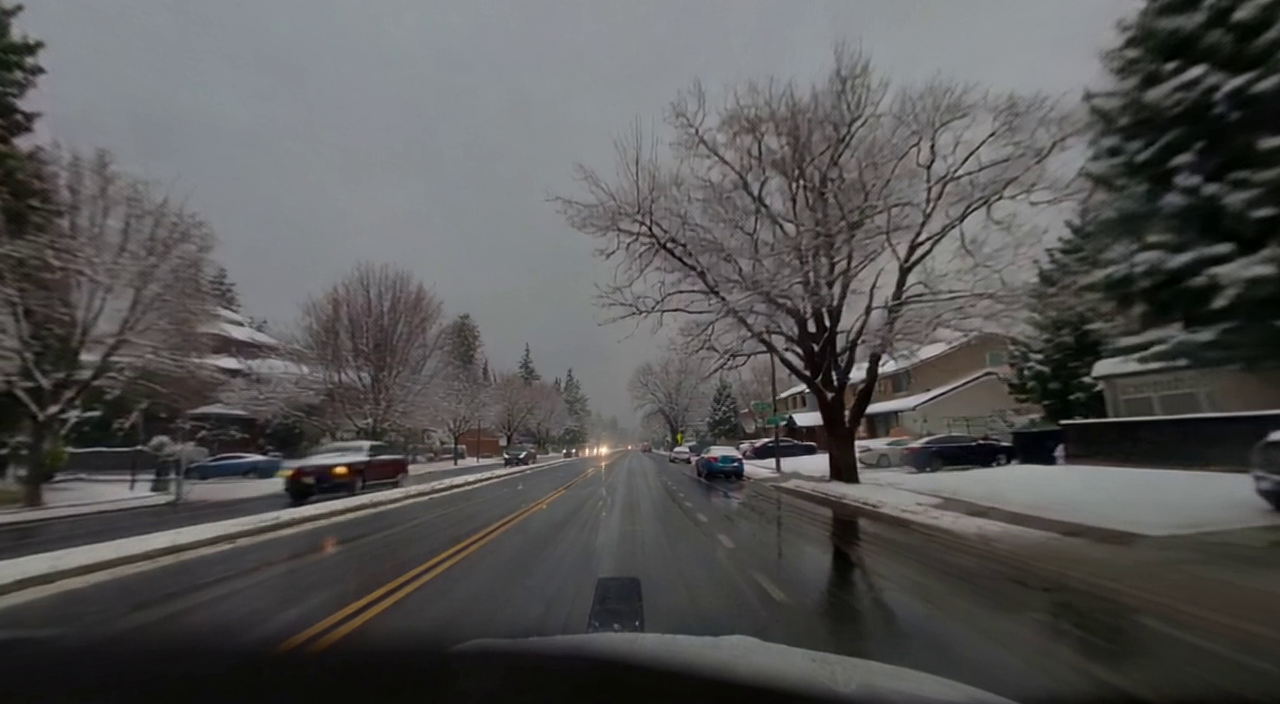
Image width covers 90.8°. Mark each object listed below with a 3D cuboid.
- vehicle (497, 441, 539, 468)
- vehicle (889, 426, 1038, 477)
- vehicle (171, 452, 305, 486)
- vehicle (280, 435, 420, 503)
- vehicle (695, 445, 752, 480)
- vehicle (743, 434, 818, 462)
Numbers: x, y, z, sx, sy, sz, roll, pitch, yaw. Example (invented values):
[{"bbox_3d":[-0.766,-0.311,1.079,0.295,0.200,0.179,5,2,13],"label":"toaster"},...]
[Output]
[{"bbox_3d":[-8.522,7.204,44.554,2.090,1.748,4.345,0,-8,0],"label":"vehicle"},{"bbox_3d":[11.761,3.631,23.189,4.376,1.509,1.866,-4,-8,-1],"label":"vehicle"},{"bbox_3d":[-18.778,5.472,29.664,4.880,1.500,1.965,0,-8,-2],"label":"vehicle"},{"bbox_3d":[-8.527,3.451,19.135,2.041,1.760,4.522,0,-8,0],"label":"vehicle"},{"bbox_3d":[3.753,5.048,29.237,1.991,1.500,4.562,0,-8,-1],"label":"vehicle"},{"bbox_3d":[10.403,7.155,47.059,4.964,1.739,2.184,-3,-9,0],"label":"vehicle"}]
